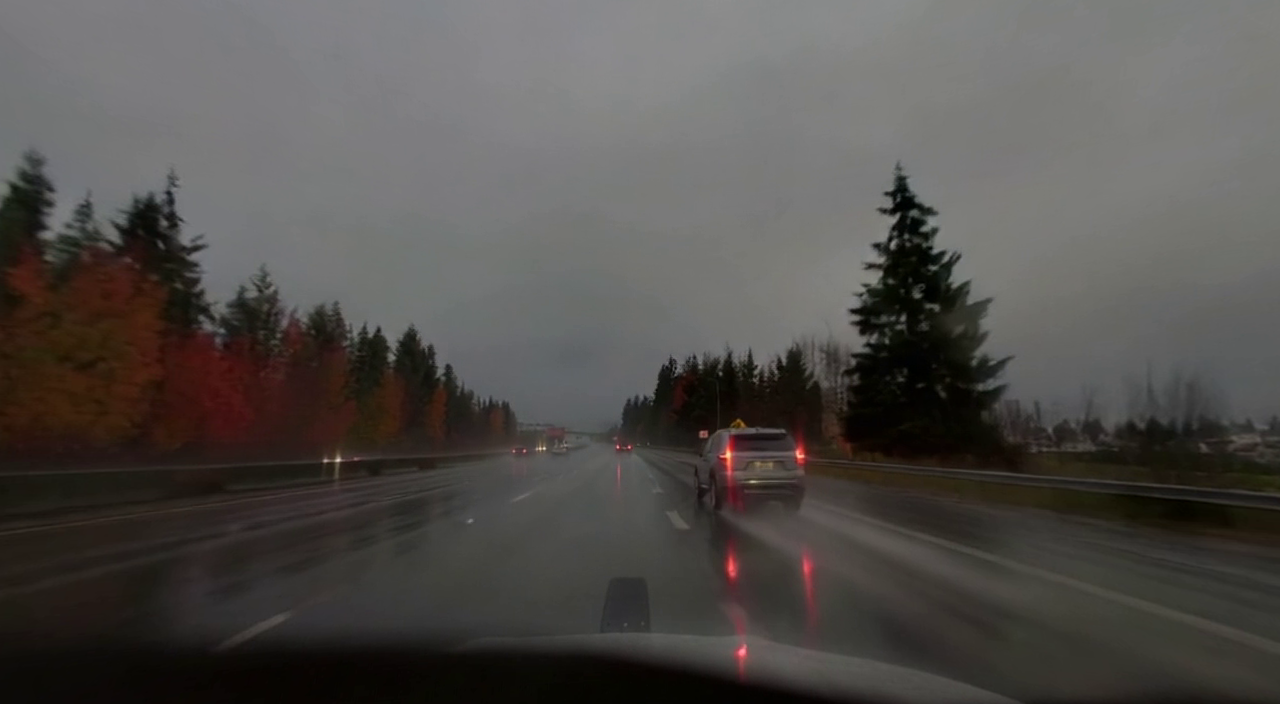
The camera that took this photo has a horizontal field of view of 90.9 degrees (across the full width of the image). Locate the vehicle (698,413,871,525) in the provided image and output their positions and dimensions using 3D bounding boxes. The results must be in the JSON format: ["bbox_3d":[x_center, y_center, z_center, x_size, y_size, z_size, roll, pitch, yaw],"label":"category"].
[{"bbox_3d":[2.406,2.099,11.814,2.120,1.706,4.226,0,-8,-2],"label":"vehicle"}]
